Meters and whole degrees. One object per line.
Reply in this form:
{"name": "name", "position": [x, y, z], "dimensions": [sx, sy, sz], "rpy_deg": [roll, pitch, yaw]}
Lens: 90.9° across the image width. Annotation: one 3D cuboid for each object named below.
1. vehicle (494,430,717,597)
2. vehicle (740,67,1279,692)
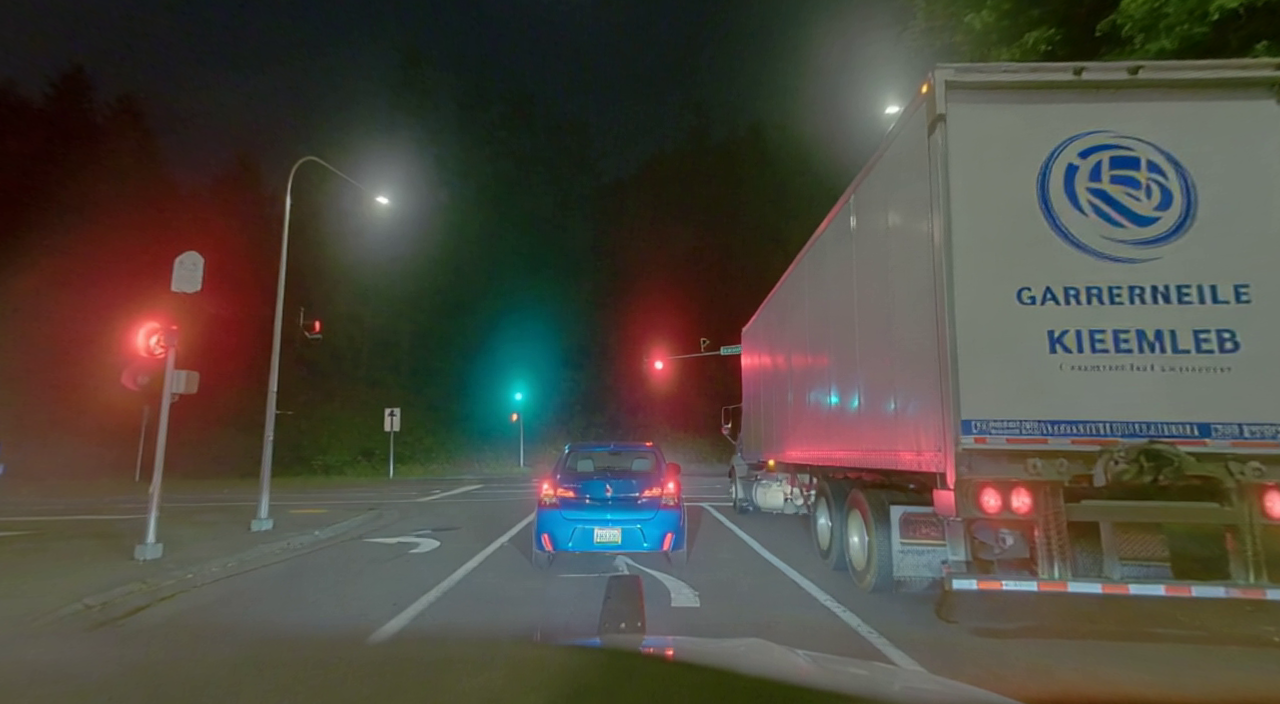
{"name": "vehicle", "position": [-0.348, 1.710, 7.434], "dimensions": [1.975, 1.457, 3.526], "rpy_deg": [0, -9, -1]}
{"name": "vehicle", "position": [3.503, 0.774, 8.601], "dimensions": [2.884, 3.753, 9.763], "rpy_deg": [0, -9, 2]}
